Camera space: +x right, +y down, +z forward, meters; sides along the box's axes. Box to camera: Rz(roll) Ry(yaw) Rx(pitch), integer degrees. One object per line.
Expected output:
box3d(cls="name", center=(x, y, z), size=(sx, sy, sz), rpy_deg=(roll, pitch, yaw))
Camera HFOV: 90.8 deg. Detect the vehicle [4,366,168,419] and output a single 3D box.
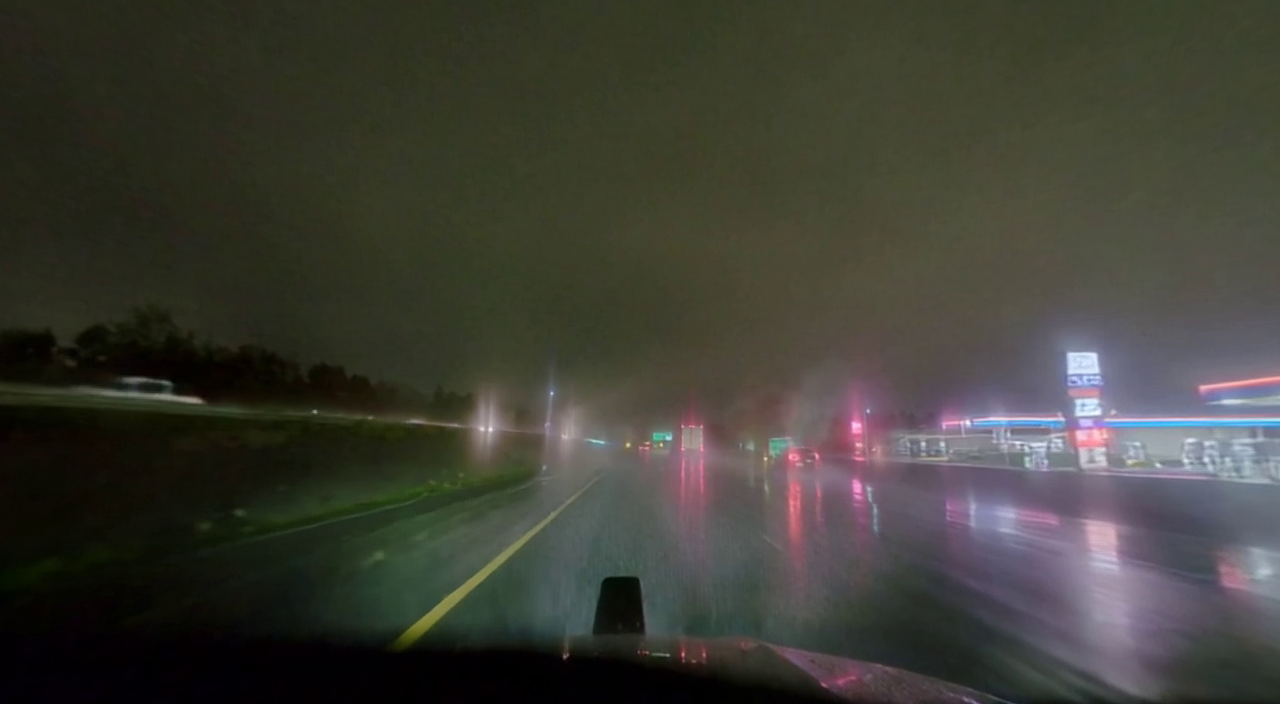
box3d(cls="vehicle", center=(-20.531, 1.617, 23.751), size=(1.827, 1.603, 4.752), rpy_deg=(0, -8, 0))
